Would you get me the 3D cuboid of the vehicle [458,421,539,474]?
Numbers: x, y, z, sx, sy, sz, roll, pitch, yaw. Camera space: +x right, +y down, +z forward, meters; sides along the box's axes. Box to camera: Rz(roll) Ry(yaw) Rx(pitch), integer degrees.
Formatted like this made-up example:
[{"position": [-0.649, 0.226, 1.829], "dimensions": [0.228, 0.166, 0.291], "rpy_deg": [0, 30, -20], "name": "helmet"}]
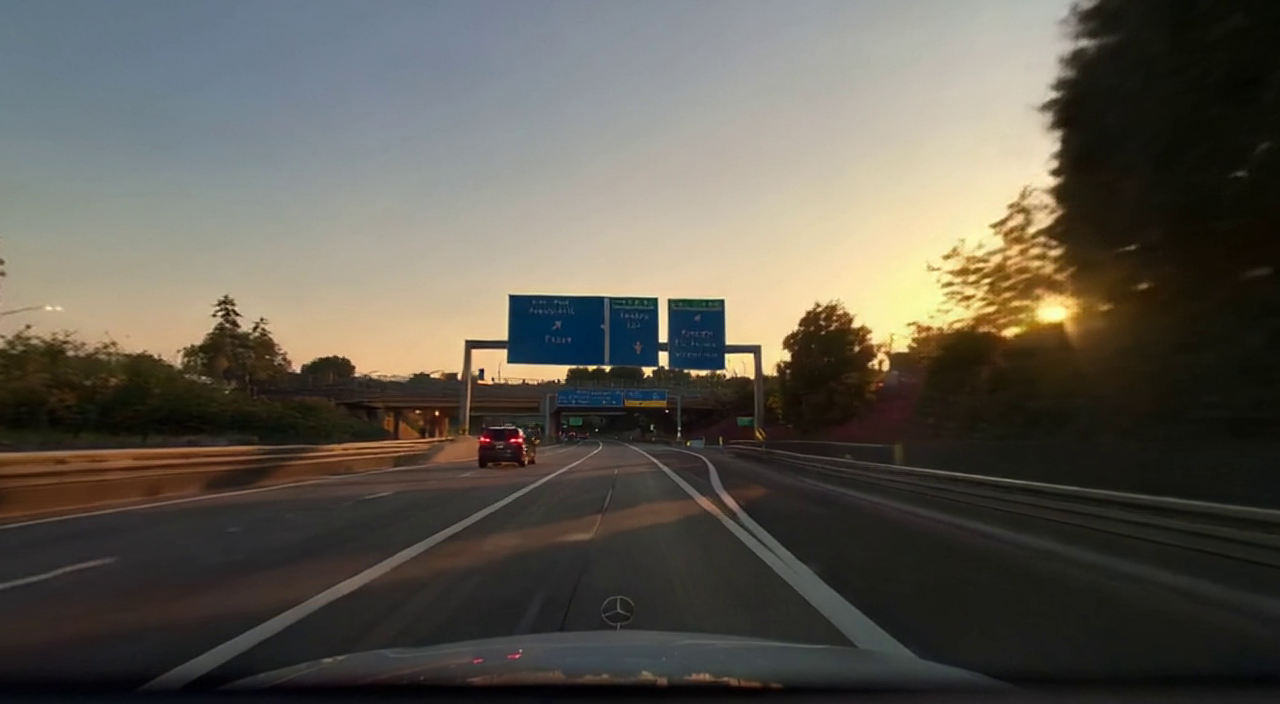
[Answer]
[{"position": [-4.955, 3.397, 22.591], "dimensions": [2.007, 1.727, 4.040], "rpy_deg": [0, -8, 0], "name": "vehicle"}]
